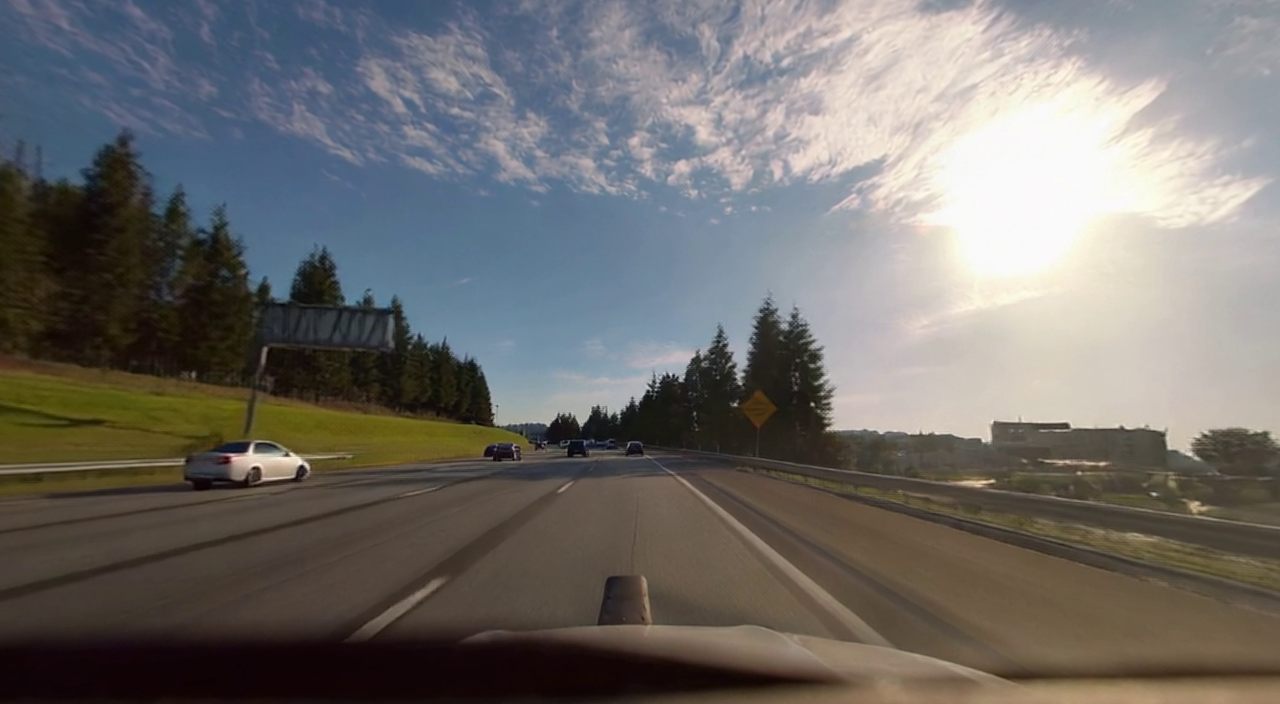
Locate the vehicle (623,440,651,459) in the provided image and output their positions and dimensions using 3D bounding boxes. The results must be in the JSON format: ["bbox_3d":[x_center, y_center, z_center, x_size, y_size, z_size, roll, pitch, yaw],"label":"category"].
[{"bbox_3d":[-0.281,7.712,49.855,2.060,1.465,3.974,0,-8,-3],"label":"vehicle"}]

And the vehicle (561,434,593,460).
[{"bbox_3d":[-4.753,7.223,47.899,2.138,1.833,4.622,0,-8,-2],"label":"vehicle"}]

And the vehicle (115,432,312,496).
[{"bbox_3d":[-11.455,3.028,17.431,2.056,1.489,4.852,0,-8,0],"label":"vehicle"}]

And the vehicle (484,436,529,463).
[{"bbox_3d":[-8.477,6.245,40.293,2.015,1.651,4.432,0,-8,-2],"label":"vehicle"}]
